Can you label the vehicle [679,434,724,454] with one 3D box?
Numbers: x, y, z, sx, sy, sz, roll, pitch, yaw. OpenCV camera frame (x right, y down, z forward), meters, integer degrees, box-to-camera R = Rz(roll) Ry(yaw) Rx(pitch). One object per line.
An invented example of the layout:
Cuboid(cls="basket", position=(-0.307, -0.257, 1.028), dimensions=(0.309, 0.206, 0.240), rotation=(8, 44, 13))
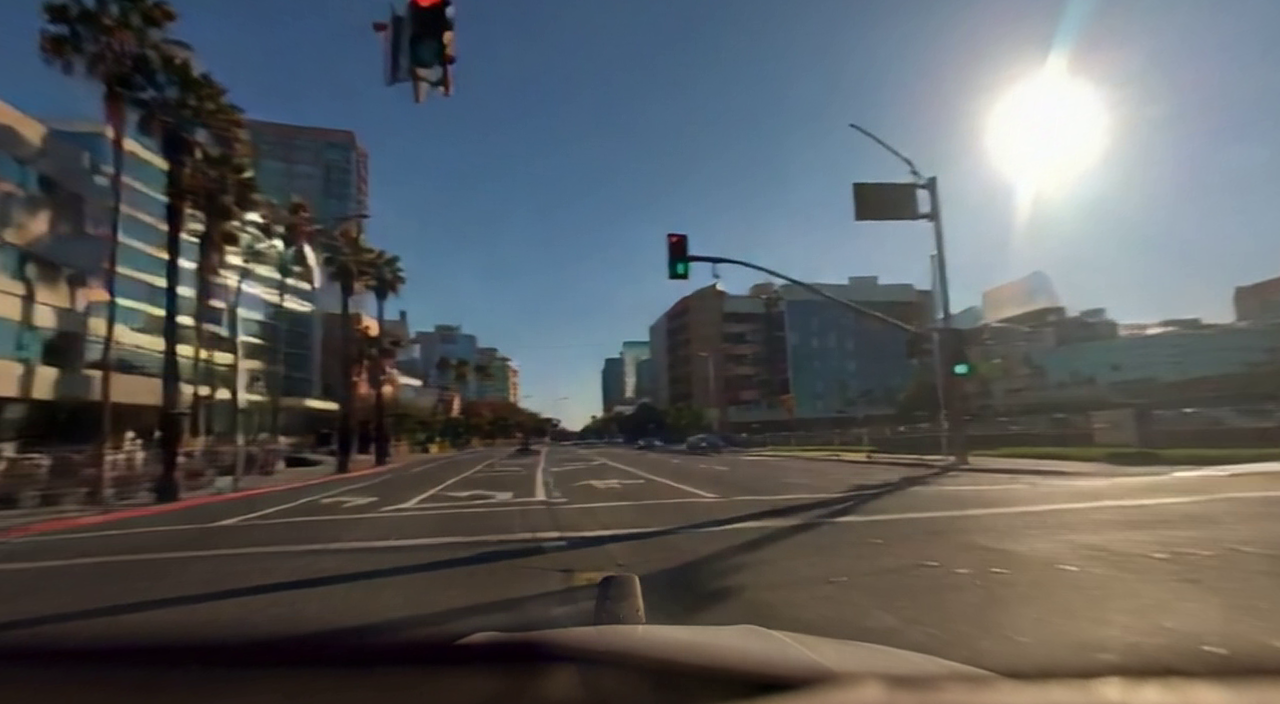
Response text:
Cuboid(cls="vehicle", position=(4.671, 7.123, 48.717), dimensions=(1.870, 1.456, 4.605), rotation=(3, -9, -16))
